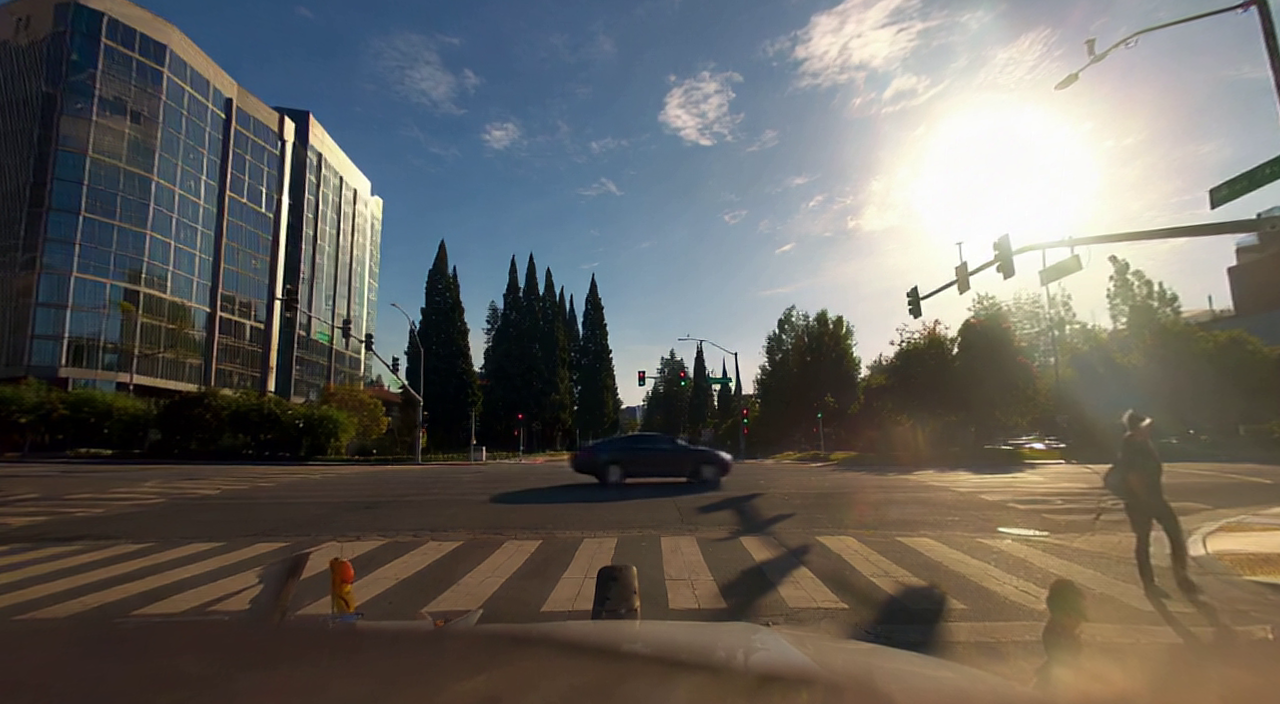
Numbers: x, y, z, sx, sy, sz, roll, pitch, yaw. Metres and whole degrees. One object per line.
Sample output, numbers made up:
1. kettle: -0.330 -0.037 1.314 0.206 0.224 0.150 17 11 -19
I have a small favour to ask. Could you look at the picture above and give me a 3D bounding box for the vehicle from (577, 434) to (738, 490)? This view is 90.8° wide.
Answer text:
1. vehicle: 0.499 3.230 18.709 4.502 1.512 1.917 0 -9 0
